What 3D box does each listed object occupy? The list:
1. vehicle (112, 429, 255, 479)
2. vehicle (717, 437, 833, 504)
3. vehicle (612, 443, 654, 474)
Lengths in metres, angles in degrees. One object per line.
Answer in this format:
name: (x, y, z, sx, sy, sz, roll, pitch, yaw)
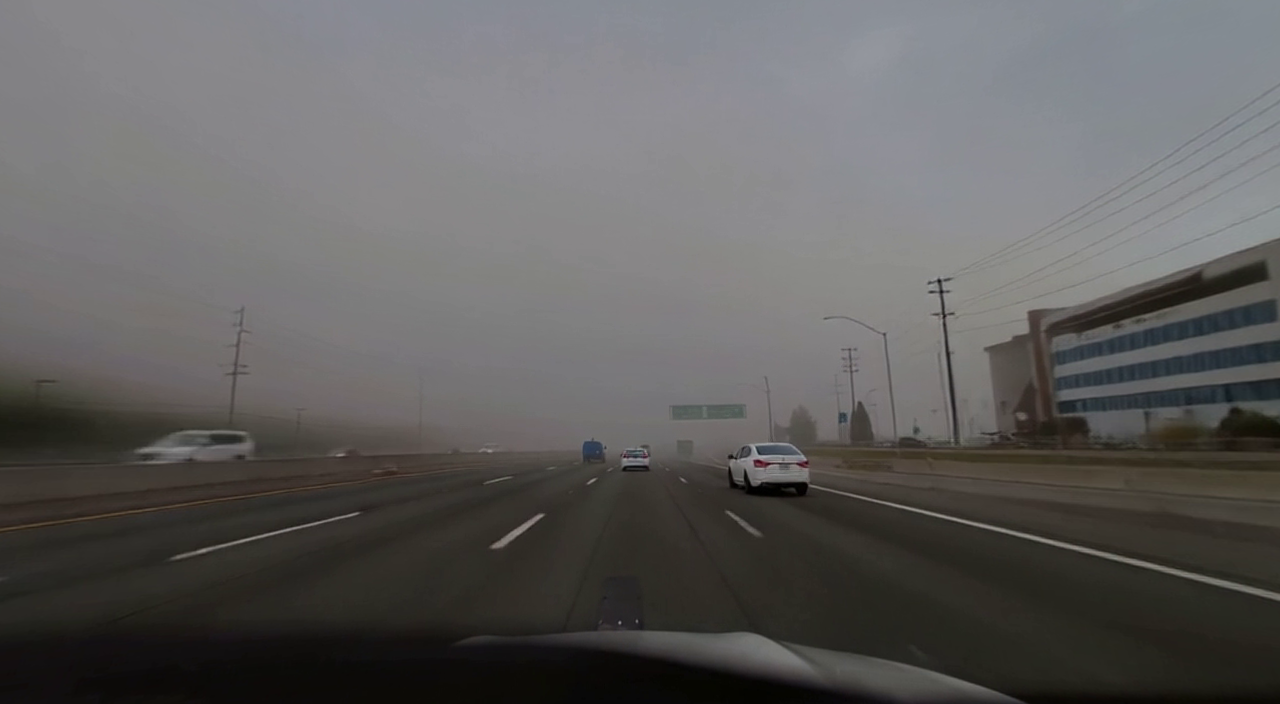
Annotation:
vehicle: (-20.168, 4.517, 28.208, 2.307, 2.016, 5.388, 0, -8, 0)
vehicle: (3.404, 3.073, 16.872, 1.995, 1.533, 4.463, 0, -8, -2)
vehicle: (-0.370, 5.432, 32.475, 2.019, 1.472, 3.971, 0, -8, -1)
